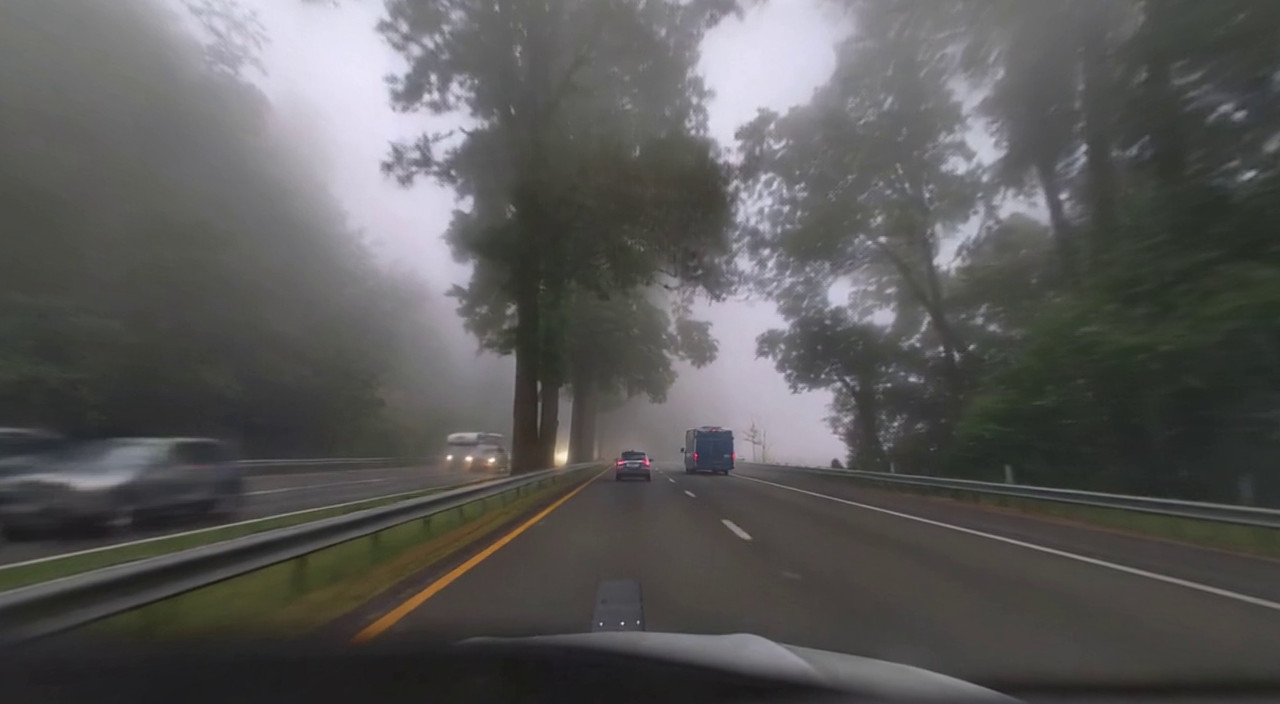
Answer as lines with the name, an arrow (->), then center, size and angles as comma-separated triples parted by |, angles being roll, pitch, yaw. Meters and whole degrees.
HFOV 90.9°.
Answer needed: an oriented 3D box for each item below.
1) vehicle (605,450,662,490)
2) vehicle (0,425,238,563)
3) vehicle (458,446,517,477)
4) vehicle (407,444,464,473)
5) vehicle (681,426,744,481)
vehicle -> -0.250, 4.583, 24.752 | 2.037, 1.417, 3.885 | 0, -9, 0
vehicle -> -7.760, 1.780, 8.406 | 1.952, 1.449, 4.276 | 0, -9, 0
vehicle -> -7.594, 5.485, 31.736 | 1.911, 1.461, 3.984 | 0, -9, 1
vehicle -> -12.445, 6.494, 38.661 | 2.121, 1.659, 4.292 | 0, -9, 0
vehicle -> 3.721, 5.390, 33.649 | 2.513, 2.633, 5.930 | 0, -9, -2
